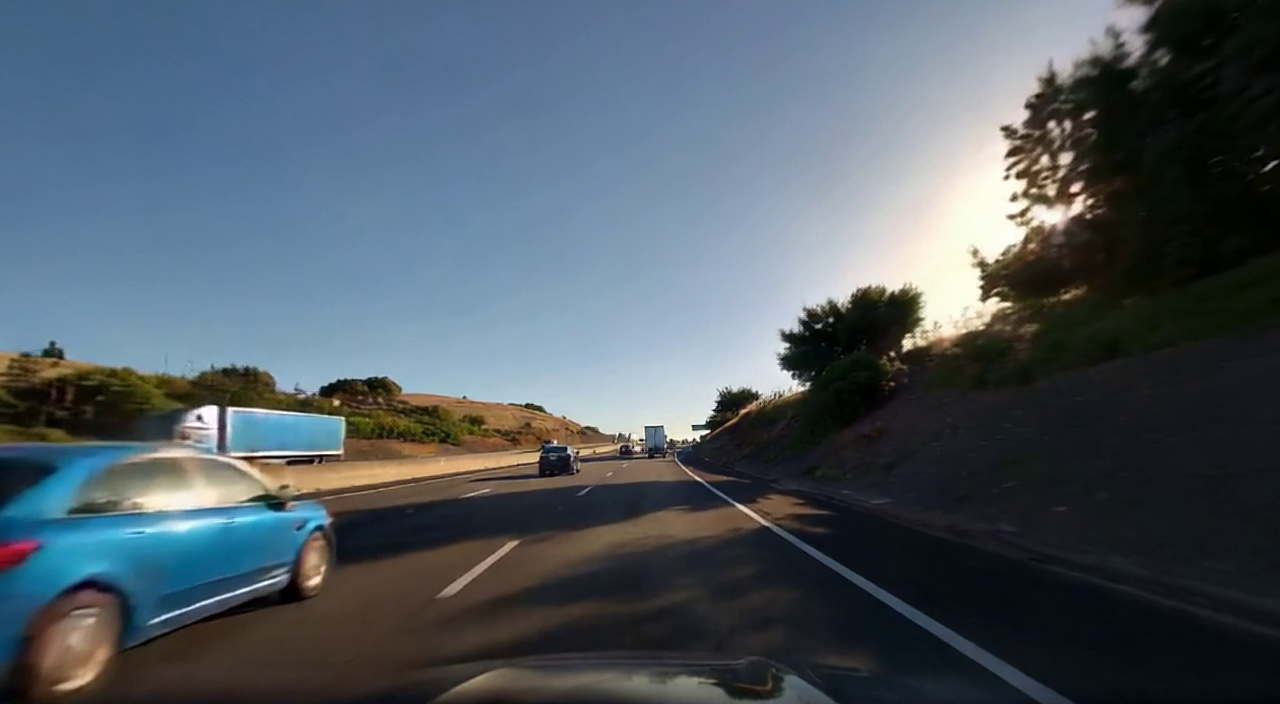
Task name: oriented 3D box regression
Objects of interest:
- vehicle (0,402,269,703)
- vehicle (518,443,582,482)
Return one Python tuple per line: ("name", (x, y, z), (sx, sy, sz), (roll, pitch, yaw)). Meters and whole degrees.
("vehicle", (-3.844, 0.923, 2.499), (2.078, 1.469, 4.371), (0, -9, 0))
("vehicle", (-3.586, 4.472, 25.768), (1.943, 1.460, 3.961), (0, -9, 1))
